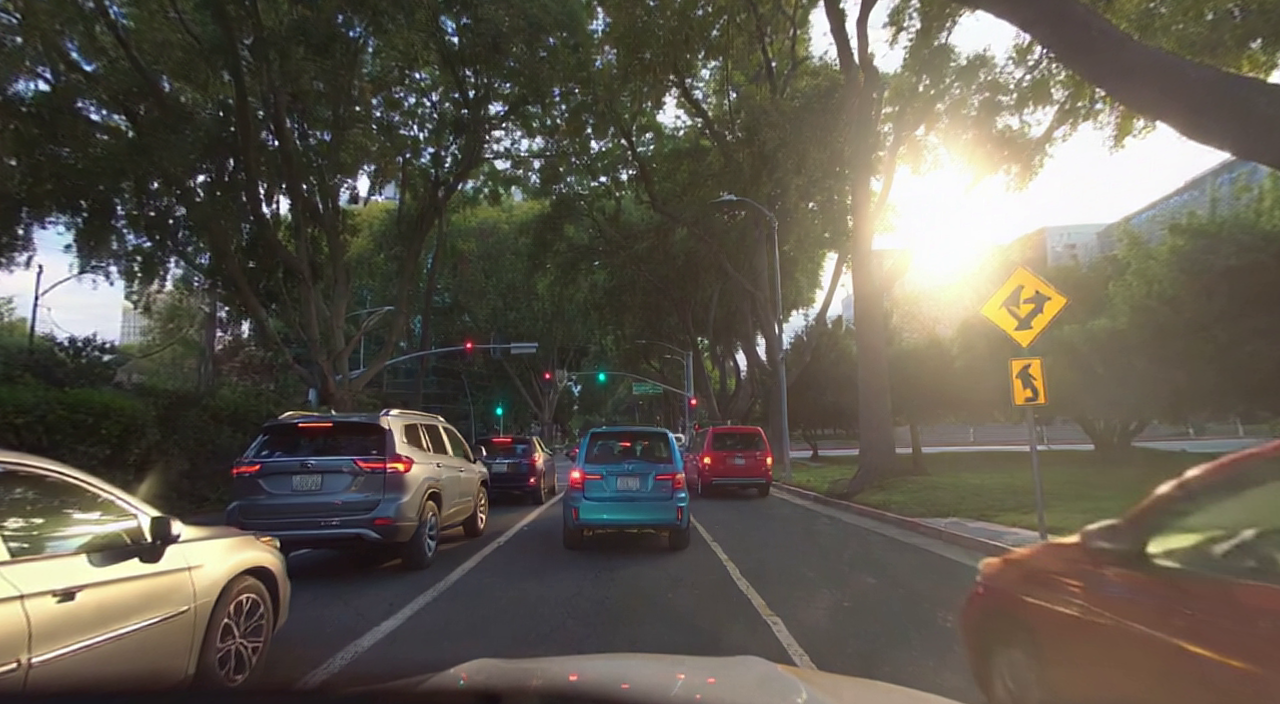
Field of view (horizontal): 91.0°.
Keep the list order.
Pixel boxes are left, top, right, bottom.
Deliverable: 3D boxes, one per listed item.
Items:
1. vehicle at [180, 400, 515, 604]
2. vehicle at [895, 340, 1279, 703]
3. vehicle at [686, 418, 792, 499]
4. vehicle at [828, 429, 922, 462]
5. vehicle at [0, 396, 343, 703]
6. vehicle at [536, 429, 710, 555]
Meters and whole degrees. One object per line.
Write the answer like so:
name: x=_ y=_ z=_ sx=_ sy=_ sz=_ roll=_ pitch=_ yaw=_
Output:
vehicle: x=-2.891 y=1.572 z=7.446 sx=1.964 sy=1.712 sz=4.097 roll=0 pitch=-8 yaw=0
vehicle: x=2.529 y=0.693 z=1.200 sx=2.116 sy=1.497 sz=4.652 roll=0 pitch=-8 yaw=0
vehicle: x=2.459 y=2.808 z=16.871 sx=2.059 sy=1.864 sz=4.541 roll=0 pitch=-8 yaw=-1
vehicle: x=11.390 y=4.563 z=30.685 sx=3.883 sy=1.534 sz=1.779 roll=0 pitch=-8 yaw=2
vehicle: x=-2.927 y=0.842 z=1.621 sx=1.974 sy=1.484 sz=4.716 roll=0 pitch=-8 yaw=1
vehicle: x=-0.245 y=1.921 z=9.338 sx=2.025 sy=1.453 sz=3.848 roll=0 pitch=-8 yaw=-2
